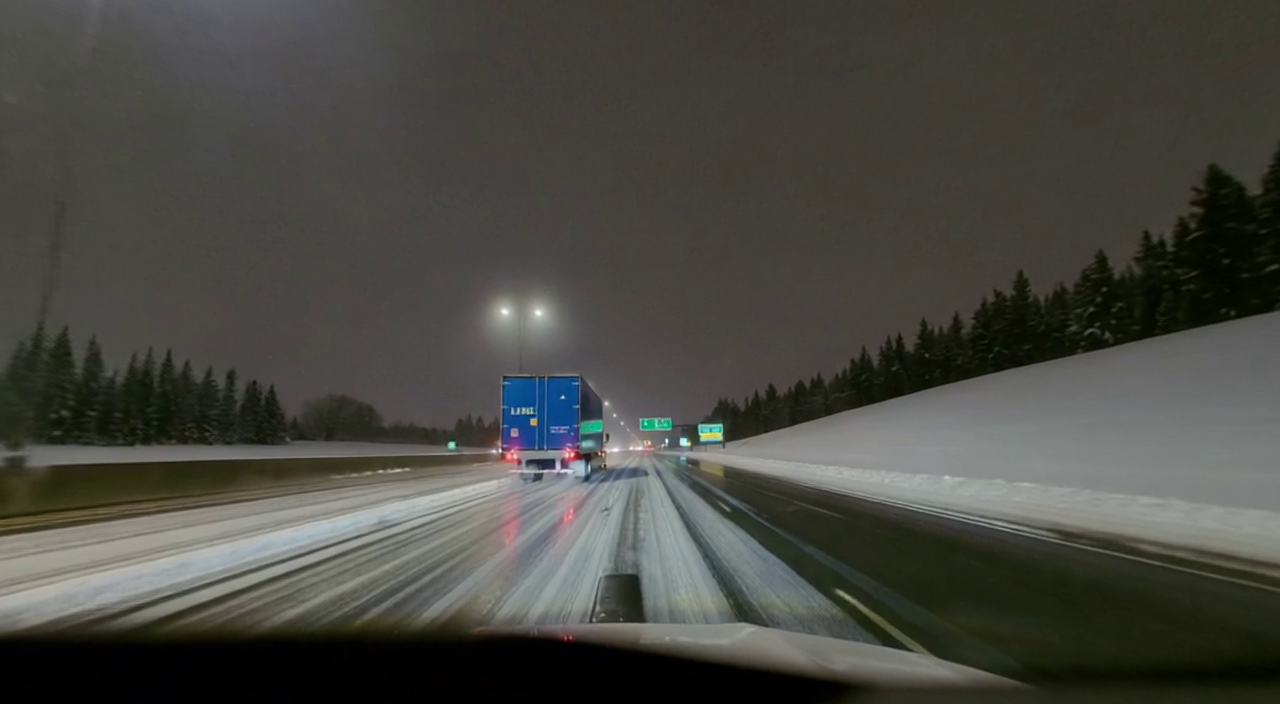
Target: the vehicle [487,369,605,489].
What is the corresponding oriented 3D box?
[{"bbox_3d":[-3.405,3.367,26.450,3.059,3.956,11.036,0,-9,1],"label":"vehicle"}]
